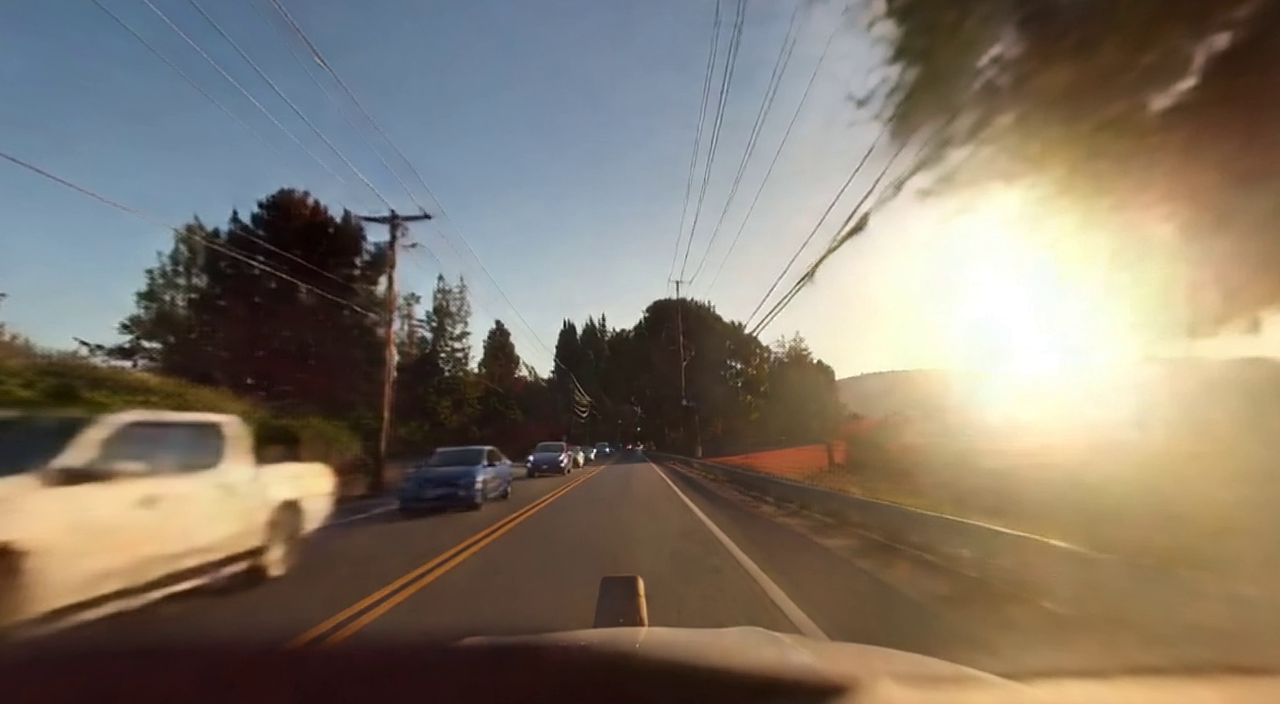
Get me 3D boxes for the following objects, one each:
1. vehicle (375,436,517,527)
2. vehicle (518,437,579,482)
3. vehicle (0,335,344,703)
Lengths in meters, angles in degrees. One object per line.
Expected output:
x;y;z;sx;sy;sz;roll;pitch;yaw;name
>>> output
-4.300;2.875;14.815;2.070;1.665;4.554;-3;-8;-3;vehicle
-4.307;5.089;30.423;2.261;1.901;4.549;-2;-8;-1;vehicle
-4.958;1.290;5.492;2.366;2.144;5.347;-3;-8;-2;vehicle
